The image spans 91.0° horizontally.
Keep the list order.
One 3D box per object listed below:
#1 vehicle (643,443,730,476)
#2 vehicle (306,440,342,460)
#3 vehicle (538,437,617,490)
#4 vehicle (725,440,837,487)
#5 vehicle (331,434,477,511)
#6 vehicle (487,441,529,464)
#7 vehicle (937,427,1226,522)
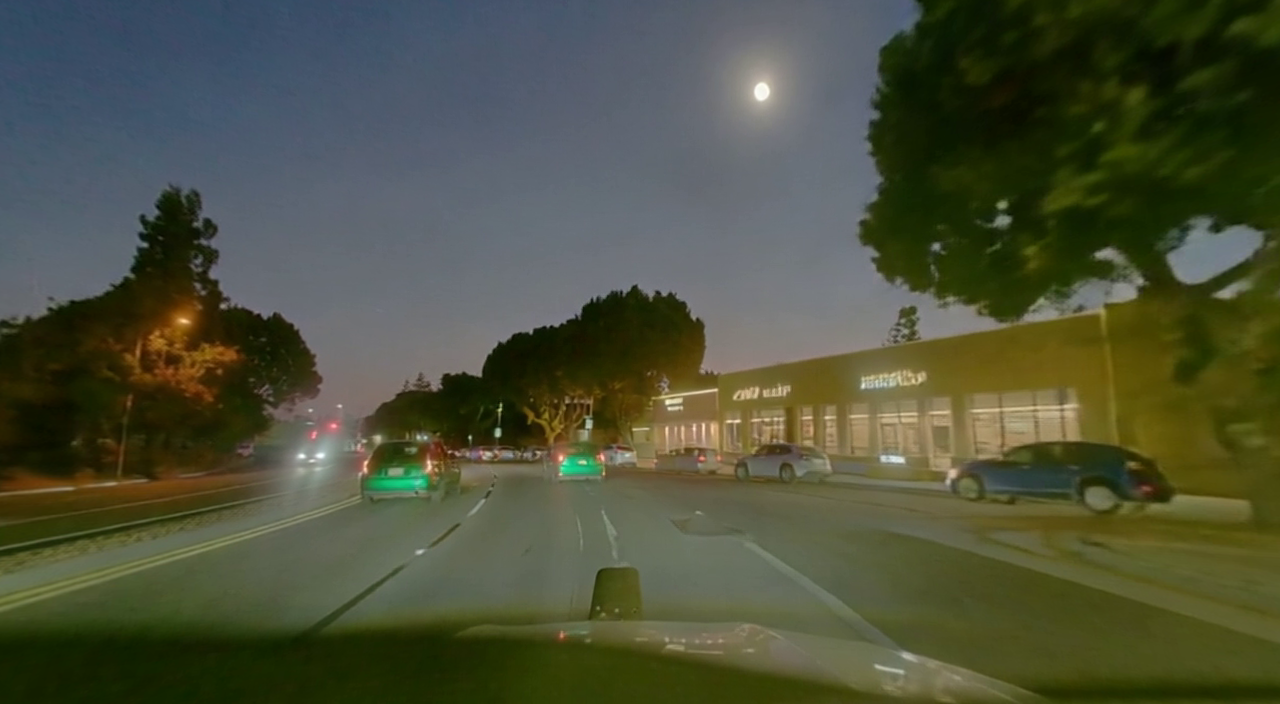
[{"bbox_3d":[2.160,5.209,30.831,2.038,1.446,4.896,4,-9,-25],"label":"vehicle"},{"bbox_3d":[-24.454,7.611,48.878,2.000,1.477,4.346,3,-9,-21],"label":"vehicle"},{"bbox_3d":[-2.120,3.497,20.244,2.001,1.483,4.442,2,-9,-12],"label":"vehicle"},{"bbox_3d":[5.062,4.044,23.217,1.952,1.547,4.091,4,-9,-24],"label":"vehicle"},{"bbox_3d":[-5.233,2.704,14.755,2.105,1.477,4.857,1,-8,-7],"label":"vehicle"},{"bbox_3d":[-8.785,6.614,41.626,1.920,1.416,4.310,3,-9,-21],"label":"vehicle"},{"bbox_3d":[9.417,2.601,14.050,2.095,1.697,4.801,3,-9,-22],"label":"vehicle"}]
